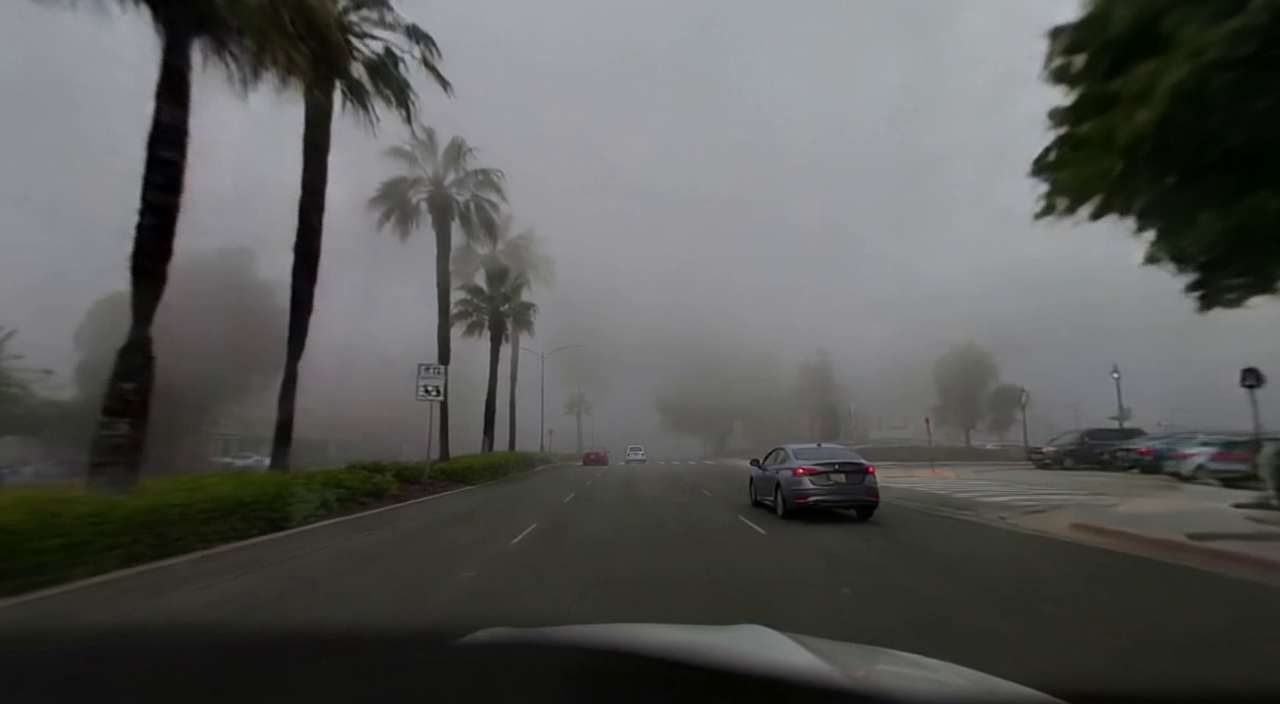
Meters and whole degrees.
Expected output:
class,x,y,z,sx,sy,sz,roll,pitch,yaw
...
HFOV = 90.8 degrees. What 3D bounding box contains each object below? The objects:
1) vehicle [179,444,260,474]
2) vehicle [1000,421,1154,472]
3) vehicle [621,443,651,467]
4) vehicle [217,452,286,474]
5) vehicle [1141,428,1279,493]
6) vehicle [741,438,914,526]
class,x,y,z,sx,sy,sz,roll,pitch,yaw
vehicle,-31.963,8.122,48.276,2.210,2.068,5.774,0,-9,0
vehicle,18.418,4.049,26.799,4.719,1.803,2.339,-2,-12,-4
vehicle,-0.323,7.673,47.244,2.102,1.653,3.698,0,-9,-1
vehicle,-29.130,8.352,47.556,1.958,1.476,4.576,-2,-10,5
vehicle,15.423,2.702,16.186,1.975,1.464,3.651,-1,-8,-4
vehicle,3.607,2.590,13.224,2.090,1.503,4.566,0,-9,-2
